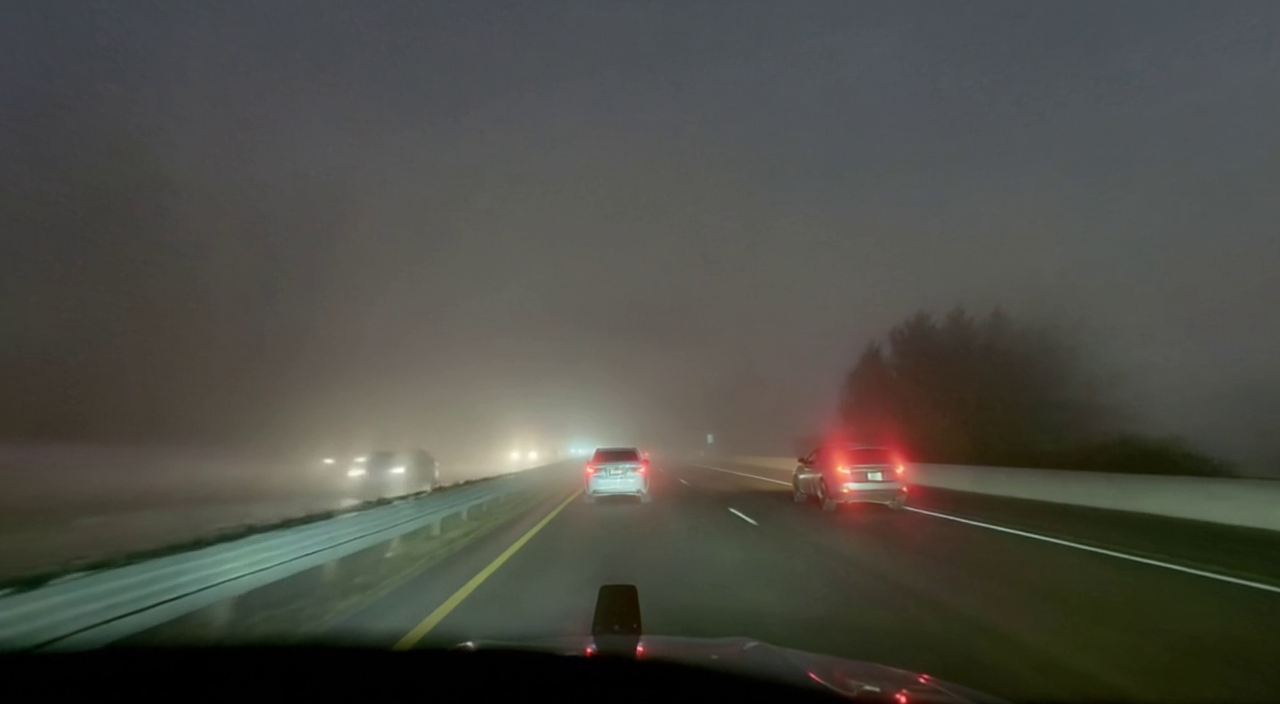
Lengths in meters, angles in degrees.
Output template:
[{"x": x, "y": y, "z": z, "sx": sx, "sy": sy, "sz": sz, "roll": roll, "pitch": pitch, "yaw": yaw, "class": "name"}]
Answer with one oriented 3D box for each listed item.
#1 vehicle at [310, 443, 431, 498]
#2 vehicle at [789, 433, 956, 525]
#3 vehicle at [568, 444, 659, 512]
[{"x": -8.423, "y": 3.717, "z": 20.075, "sx": 1.883, "sy": 1.531, "sz": 4.526, "roll": 0, "pitch": -9, "yaw": 0, "class": "vehicle"}, {"x": 4.461, "y": 2.491, "z": 12.718, "sx": 1.910, "sy": 1.554, "sz": 3.718, "roll": 0, "pitch": -9, "yaw": -1, "class": "vehicle"}, {"x": -0.602, "y": 3.118, "z": 16.026, "sx": 2.013, "sy": 1.479, "sz": 4.169, "roll": 0, "pitch": -9, "yaw": 0, "class": "vehicle"}]
